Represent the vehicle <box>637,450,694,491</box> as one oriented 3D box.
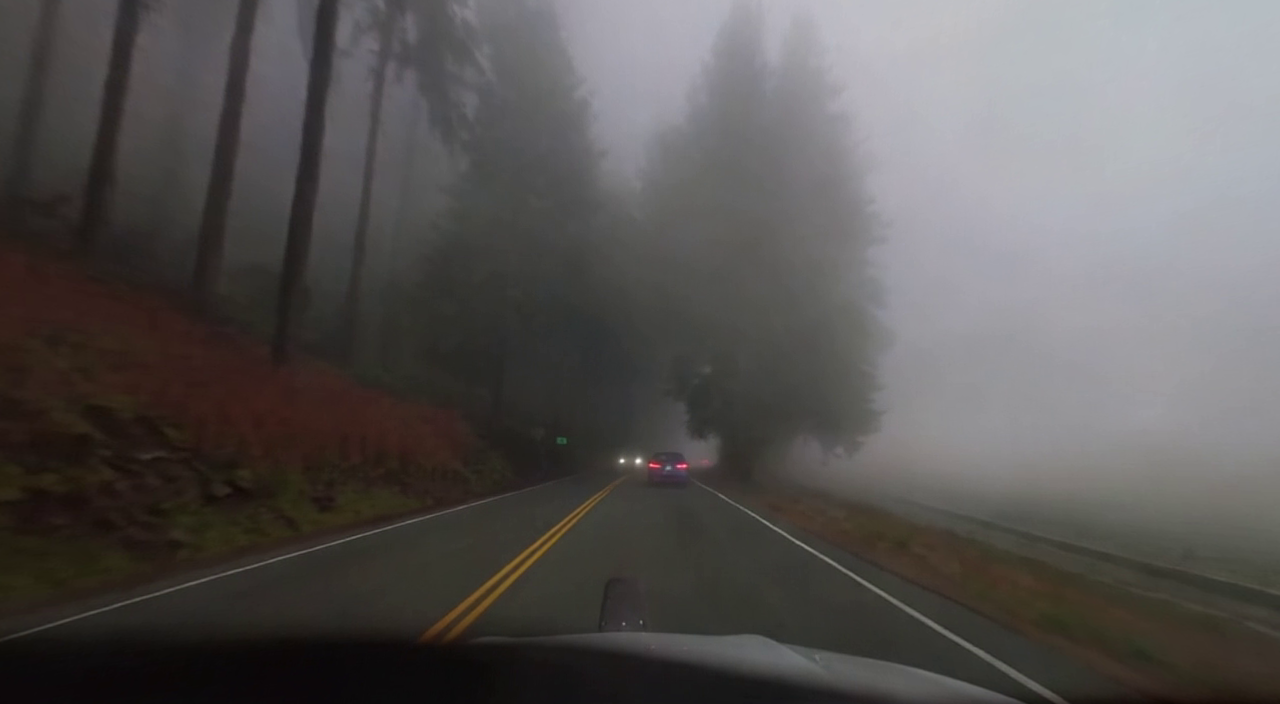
[{"bbox_3d":[1.088,5.128,27.621,2.274,1.583,4.349,0,-9,2],"label":"vehicle"}]
